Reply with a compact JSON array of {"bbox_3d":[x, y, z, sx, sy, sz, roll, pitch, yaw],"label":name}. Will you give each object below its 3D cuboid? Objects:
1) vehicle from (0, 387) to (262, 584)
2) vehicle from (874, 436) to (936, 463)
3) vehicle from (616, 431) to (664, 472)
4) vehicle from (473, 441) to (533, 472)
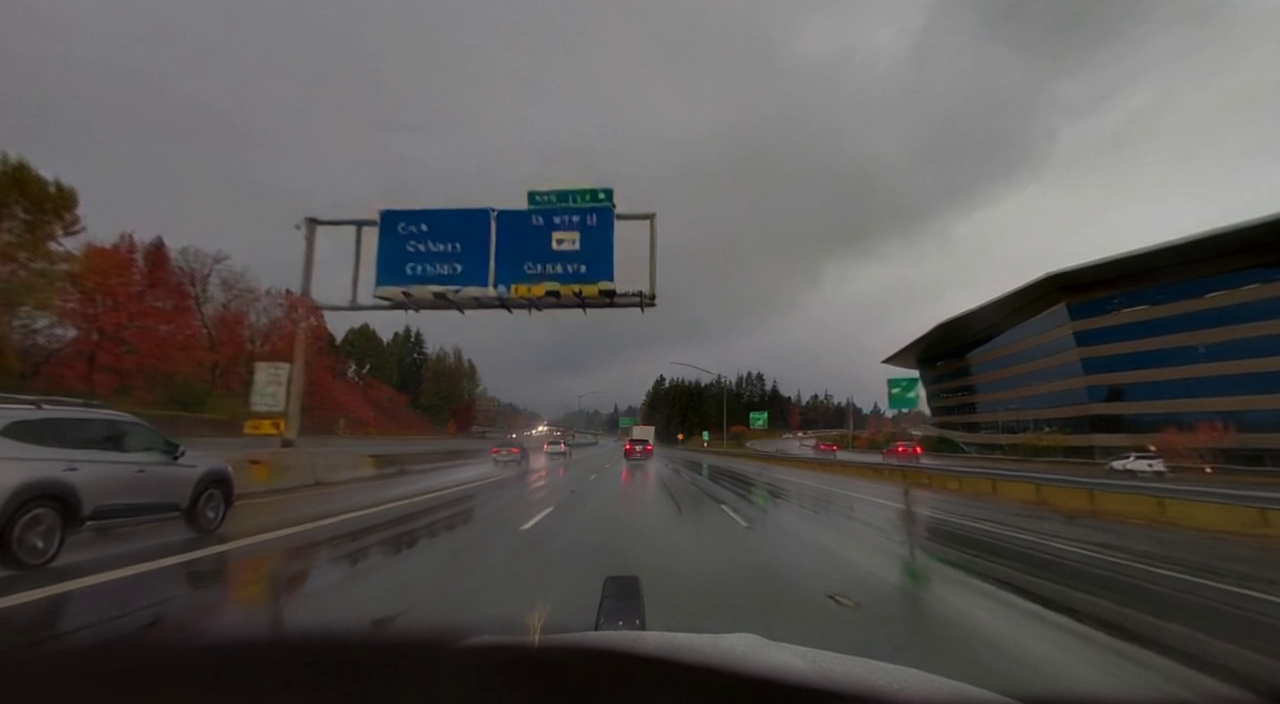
[{"bbox_3d":[-7.125,1.494,7.483,2.146,1.834,4.999,0,-9,0],"label":"vehicle"},{"bbox_3d":[17.068,6.306,40.771,2.019,1.657,4.582,0,-9,0],"label":"vehicle"},{"bbox_3d":[-0.014,5.021,31.889,2.245,1.863,4.801,0,-9,0],"label":"vehicle"},{"bbox_3d":[-7.124,5.493,33.290,2.074,1.495,4.643,0,-9,0],"label":"vehicle"}]
